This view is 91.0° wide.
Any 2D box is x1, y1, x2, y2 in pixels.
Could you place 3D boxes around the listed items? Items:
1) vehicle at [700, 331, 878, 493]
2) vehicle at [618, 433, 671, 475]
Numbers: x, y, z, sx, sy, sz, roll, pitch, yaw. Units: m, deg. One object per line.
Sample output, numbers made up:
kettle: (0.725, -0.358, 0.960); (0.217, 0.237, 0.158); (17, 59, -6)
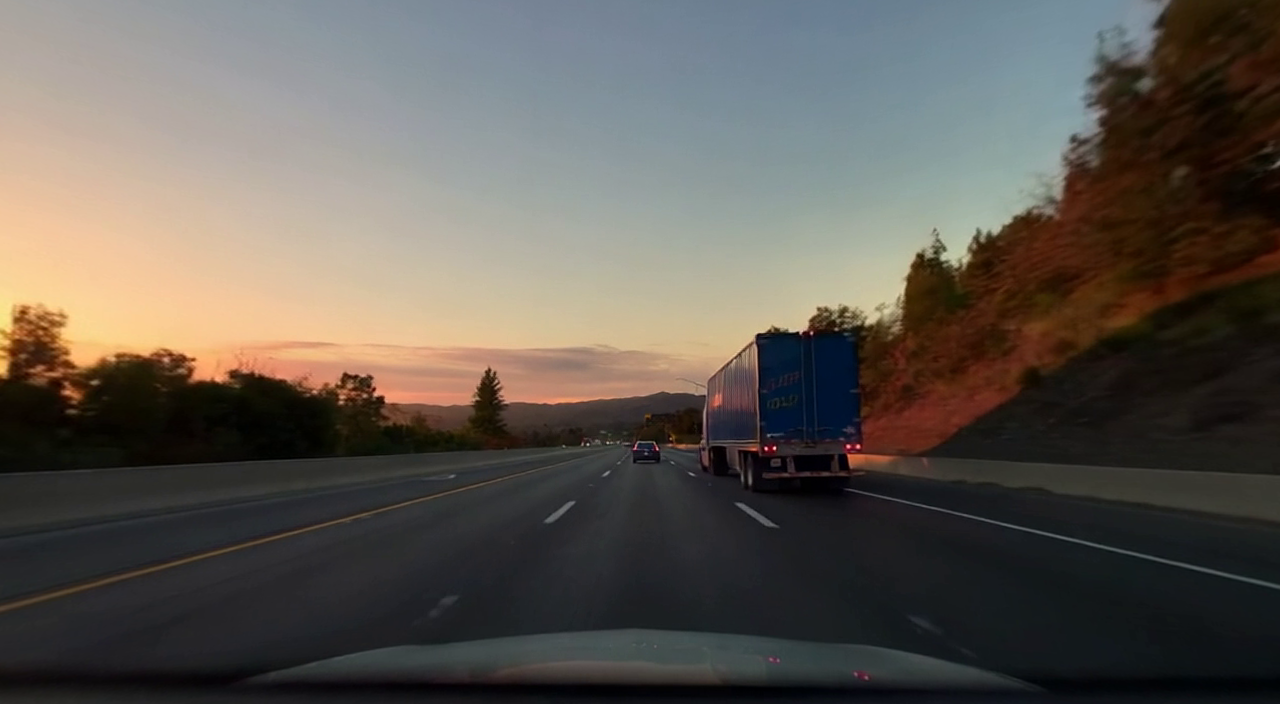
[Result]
vehicle: (4.497, 2.568, 23.609); (2.936, 4.125, 15.204); (0, -8, 0)
vehicle: (0.203, 4.335, 26.975); (2.111, 1.635, 4.177); (0, -8, 1)
